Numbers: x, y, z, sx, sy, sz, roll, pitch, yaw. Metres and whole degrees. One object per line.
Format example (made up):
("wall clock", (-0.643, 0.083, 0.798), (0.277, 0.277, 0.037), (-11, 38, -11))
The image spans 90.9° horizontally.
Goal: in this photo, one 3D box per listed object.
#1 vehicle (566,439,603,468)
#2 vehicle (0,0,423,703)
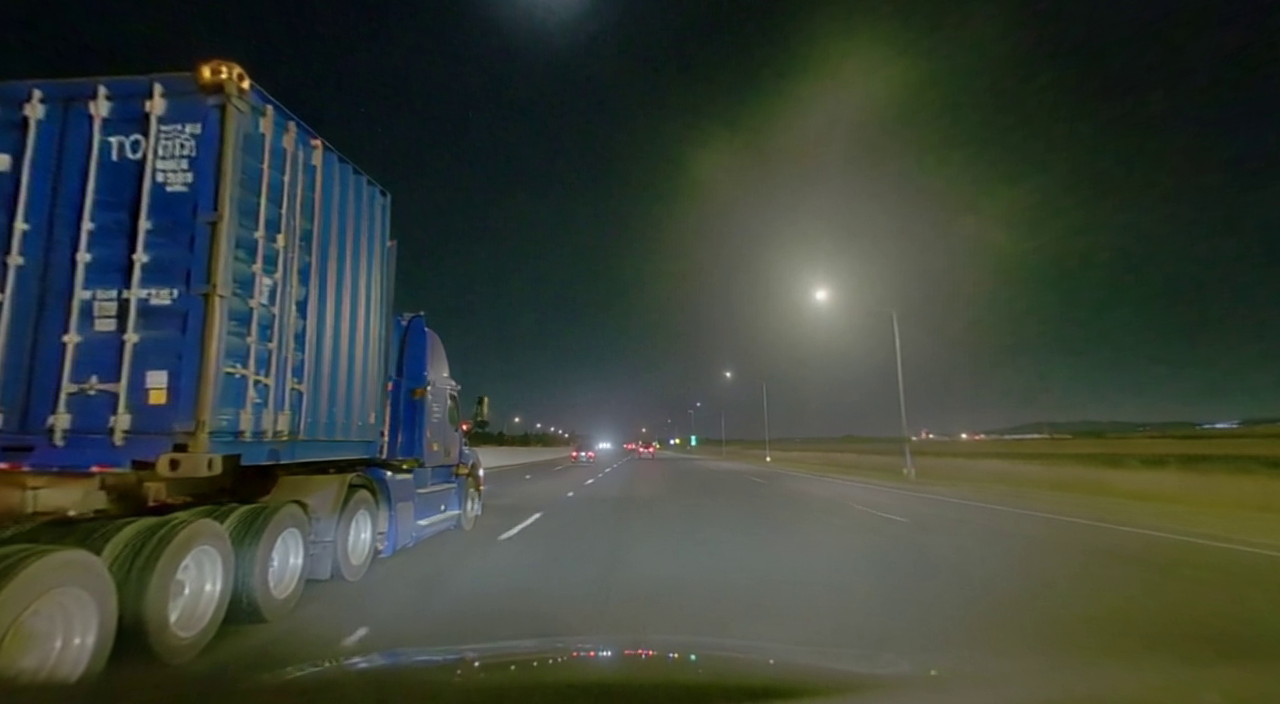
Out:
("vehicle", (-3.537, 6.572, 41.069), (1.995, 1.745, 4.187), (0, -8, 1))
("vehicle", (-4.103, -0.443, 0.667), (2.840, 4.032, 13.388), (0, -9, 1))
